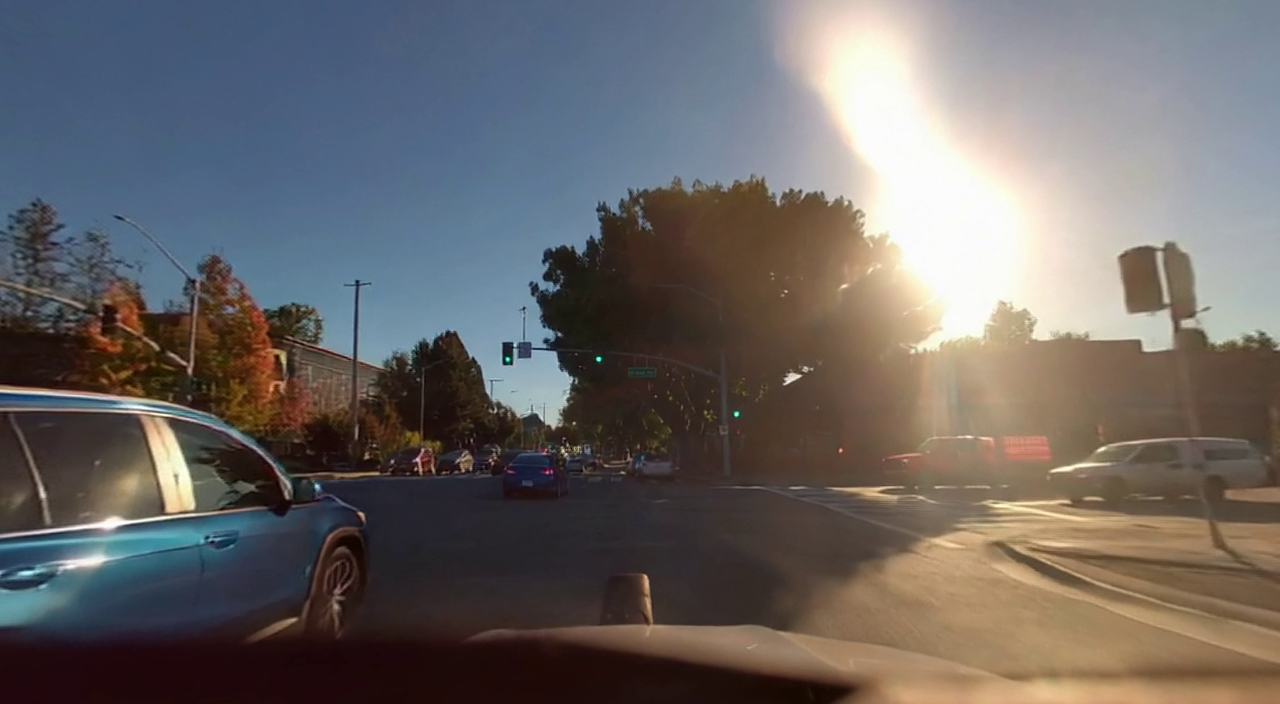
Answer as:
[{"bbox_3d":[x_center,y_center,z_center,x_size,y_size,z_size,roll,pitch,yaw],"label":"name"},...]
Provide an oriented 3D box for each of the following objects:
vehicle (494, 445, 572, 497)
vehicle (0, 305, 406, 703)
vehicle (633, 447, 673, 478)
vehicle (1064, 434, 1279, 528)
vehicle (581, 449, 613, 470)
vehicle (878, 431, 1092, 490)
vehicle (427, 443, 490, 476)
[{"bbox_3d":[-3.404,3.841,20.691,1.960,1.528,3.490,0,-9,0],"label":"vehicle"},{"bbox_3d":[-3.113,0.903,2.986,2.190,1.766,4.649,0,-9,0],"label":"vehicle"},{"bbox_3d":[0.697,6.364,36.565,2.163,1.678,3.846,0,-9,0],"label":"vehicle"},{"bbox_3d":[10.901,2.277,11.408,4.875,1.473,2.077,-1,-11,0],"label":"vehicle"},{"bbox_3d":[-3.119,7.947,46.937,2.013,1.474,4.393,0,-9,1],"label":"vehicle"},{"bbox_3d":[11.977,3.815,22.328,5.990,1.899,2.683,0,-9,0],"label":"vehicle"},{"bbox_3d":[-9.887,5.912,34.754,1.990,1.658,4.569,-1,-9,2],"label":"vehicle"}]
